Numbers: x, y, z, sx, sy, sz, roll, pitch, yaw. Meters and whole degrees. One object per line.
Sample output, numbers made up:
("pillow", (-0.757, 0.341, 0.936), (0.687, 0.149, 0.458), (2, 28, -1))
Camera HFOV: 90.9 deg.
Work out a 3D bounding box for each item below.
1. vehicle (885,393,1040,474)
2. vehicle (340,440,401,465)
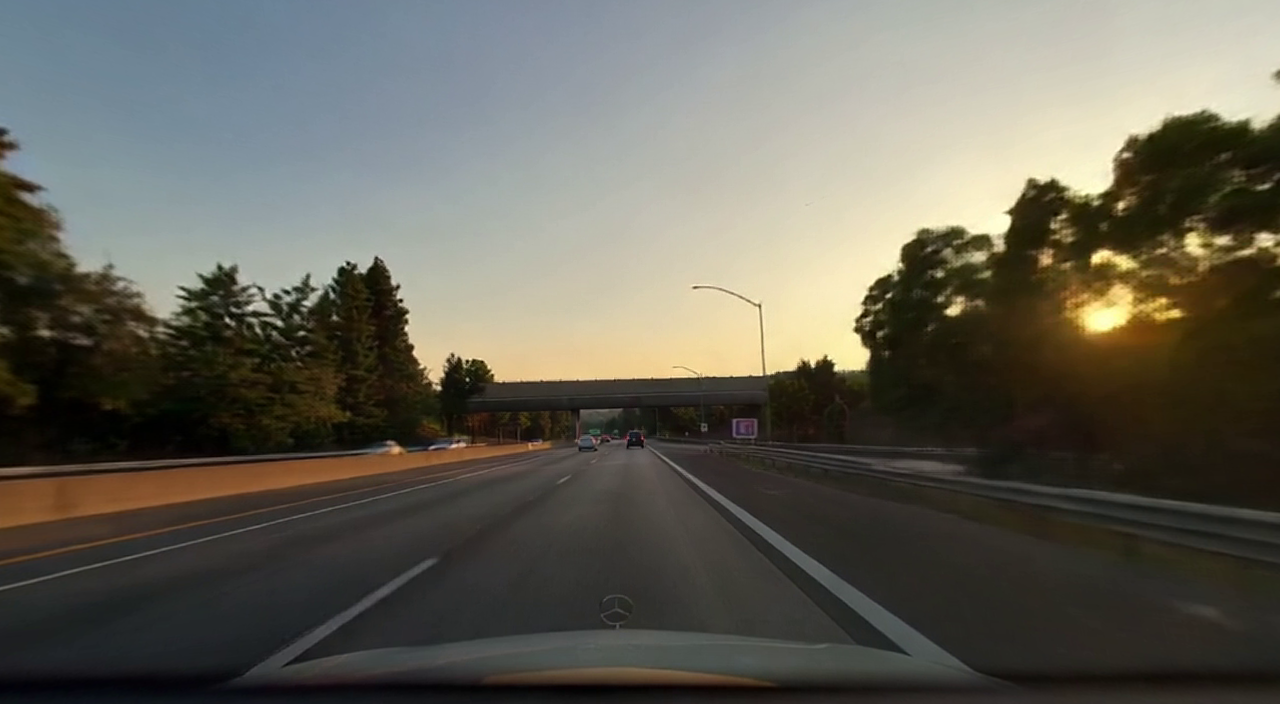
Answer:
("vehicle", (9.587, 2.503, 19.301), (2.123, 2.156, 4.679), (0, -7, -2))
("vehicle", (-16.726, 6.237, 39.375), (1.953, 1.463, 4.370), (0, -8, -1))
